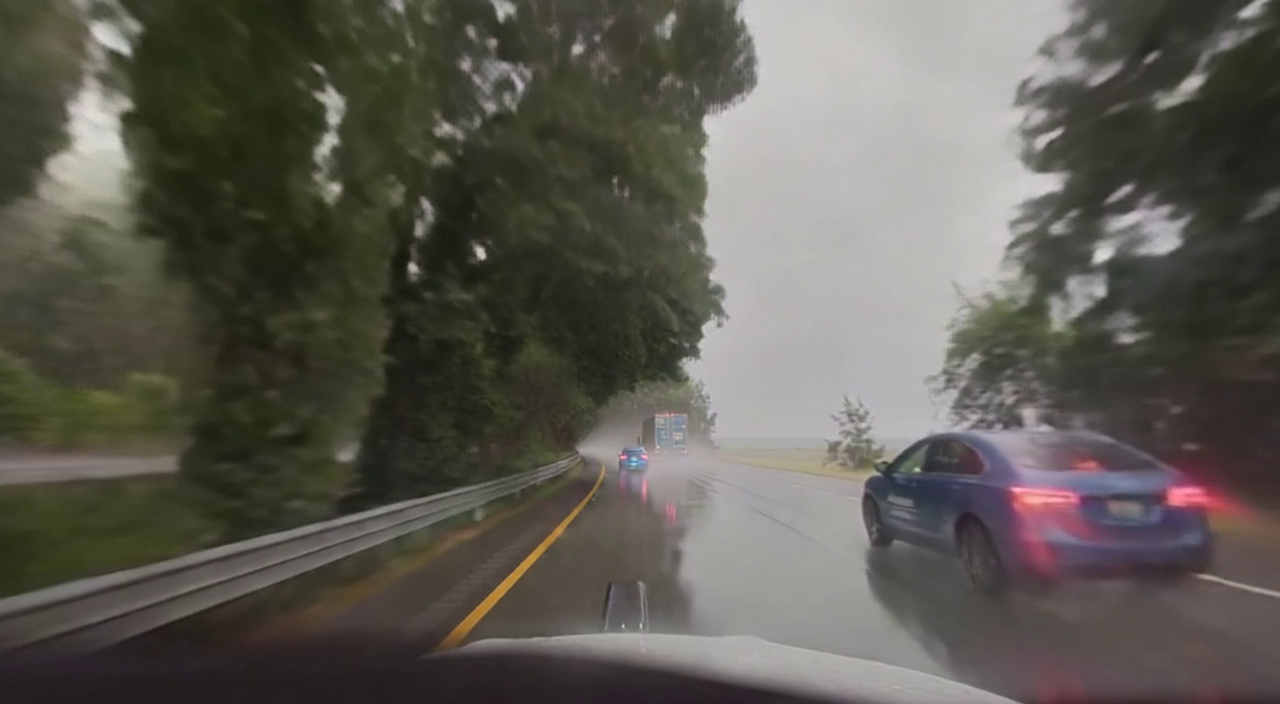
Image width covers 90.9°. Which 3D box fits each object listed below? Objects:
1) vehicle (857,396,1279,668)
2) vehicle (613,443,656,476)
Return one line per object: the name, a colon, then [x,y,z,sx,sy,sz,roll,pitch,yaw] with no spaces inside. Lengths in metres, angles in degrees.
vehicle: [3.947,1.417,6.107,1.977,1.599,4.605,0,-9,-1]
vehicle: [-0.323,5.114,30.074,1.913,1.460,3.610,0,-9,-2]
